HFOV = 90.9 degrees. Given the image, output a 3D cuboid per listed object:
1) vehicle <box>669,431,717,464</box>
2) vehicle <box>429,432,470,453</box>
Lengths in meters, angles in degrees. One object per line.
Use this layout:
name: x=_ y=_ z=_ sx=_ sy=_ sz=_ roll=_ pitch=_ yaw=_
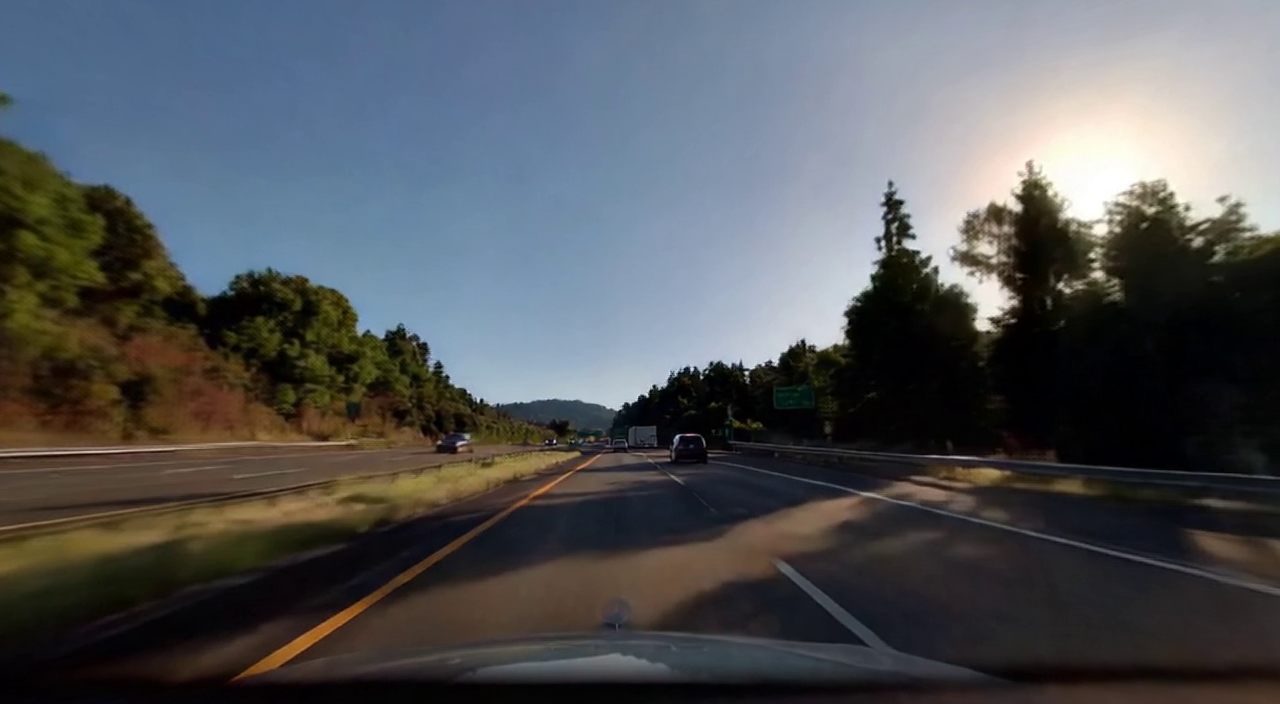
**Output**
vehicle: x=2.838 y=5.246 z=34.860 sx=2.085 sy=1.681 sz=4.436 roll=0 pitch=-8 yaw=-2
vehicle: x=-14.703 y=7.027 z=48.898 sx=1.989 sy=1.531 sz=3.818 roll=0 pitch=-8 yaw=-1
